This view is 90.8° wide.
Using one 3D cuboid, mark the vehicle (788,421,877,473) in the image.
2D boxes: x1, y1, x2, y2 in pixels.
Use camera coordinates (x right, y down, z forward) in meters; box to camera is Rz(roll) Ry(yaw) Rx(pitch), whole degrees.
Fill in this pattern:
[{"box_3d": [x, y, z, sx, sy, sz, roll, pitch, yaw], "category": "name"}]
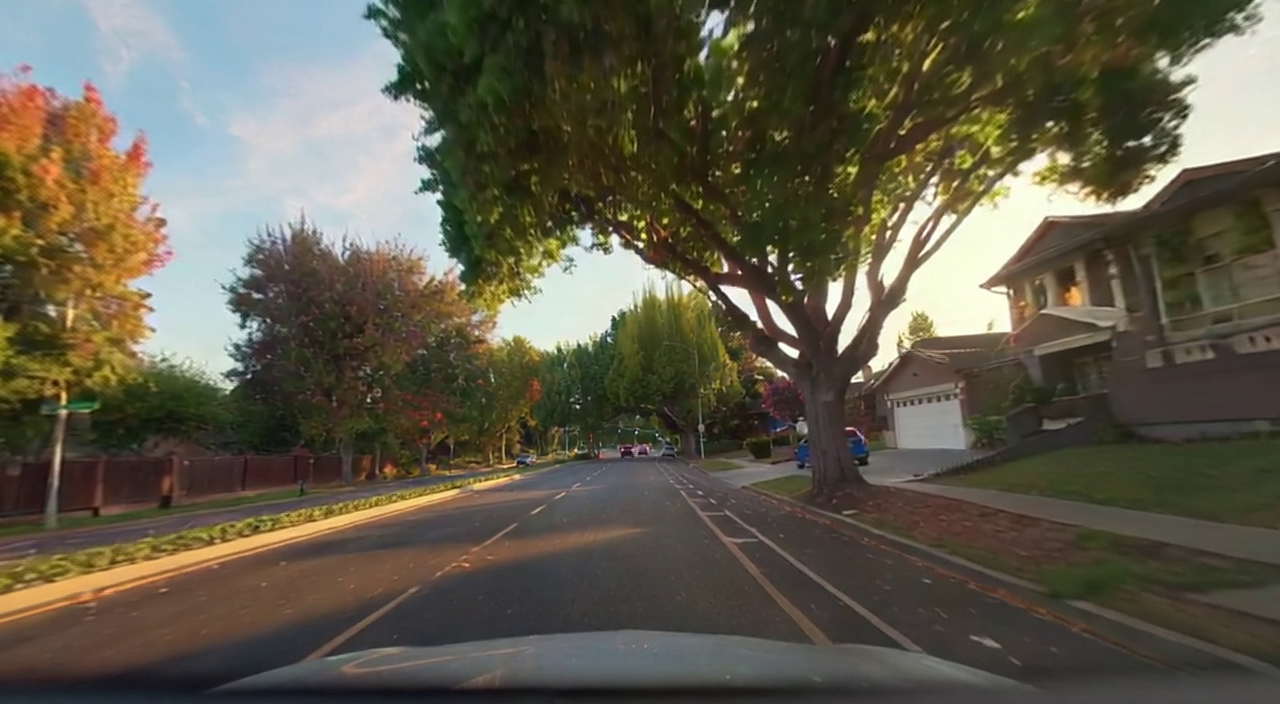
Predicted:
[{"box_3d": [8.047, 4.086, 26.971, 2.051, 1.801, 4.785, -5, -9, -2], "category": "vehicle"}]
